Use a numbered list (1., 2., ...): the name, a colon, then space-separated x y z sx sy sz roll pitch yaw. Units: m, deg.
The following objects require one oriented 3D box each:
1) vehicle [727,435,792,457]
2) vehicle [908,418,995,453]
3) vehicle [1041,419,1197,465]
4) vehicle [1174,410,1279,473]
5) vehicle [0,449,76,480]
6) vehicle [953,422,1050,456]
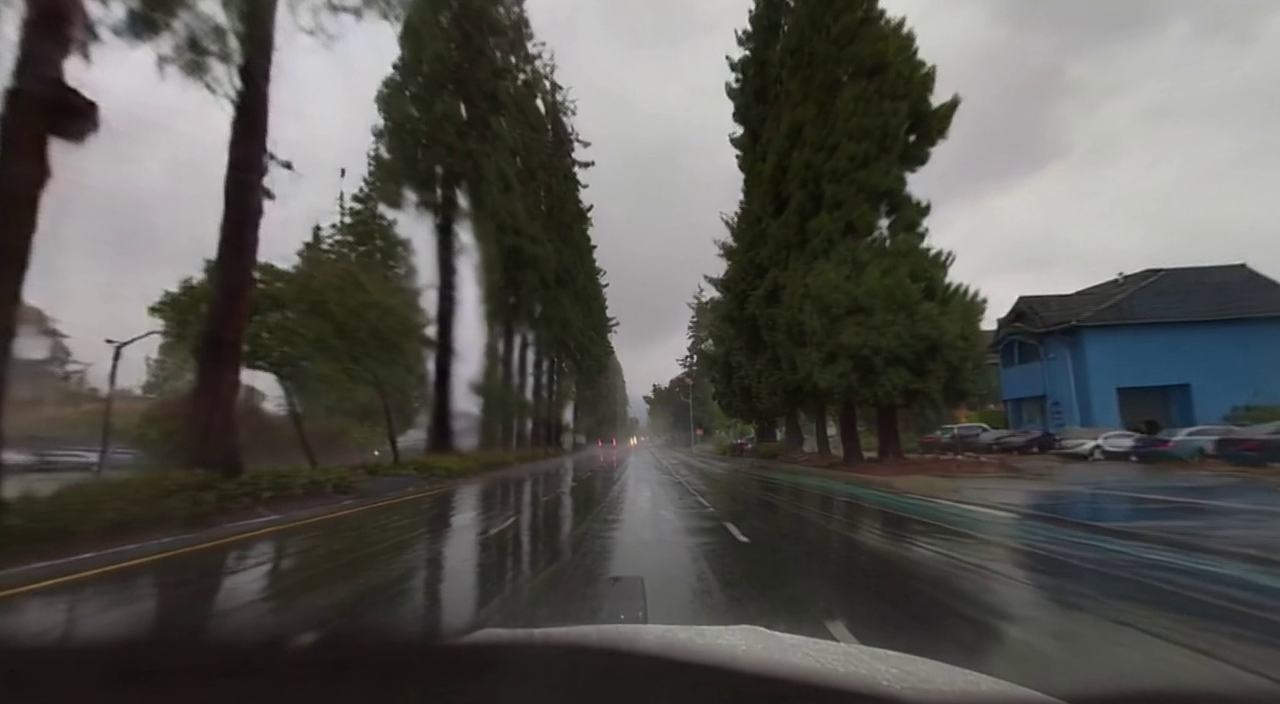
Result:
1. vehicle: 8.725 6.933 46.435 4.575 1.514 1.932 -1 -8 7
2. vehicle: 17.472 4.765 35.762 2.094 1.813 5.789 -1 -8 1
3. vehicle: 16.956 3.237 22.701 1.804 1.468 4.699 0 -8 -2
4. vehicle: 16.598 2.277 16.087 1.968 1.511 4.497 0 -8 1
5. vehicle: -37.625 6.817 38.520 1.900 1.685 4.572 0 -8 1
6. vehicle: 17.028 4.177 30.011 1.825 1.458 4.689 0 -8 0
